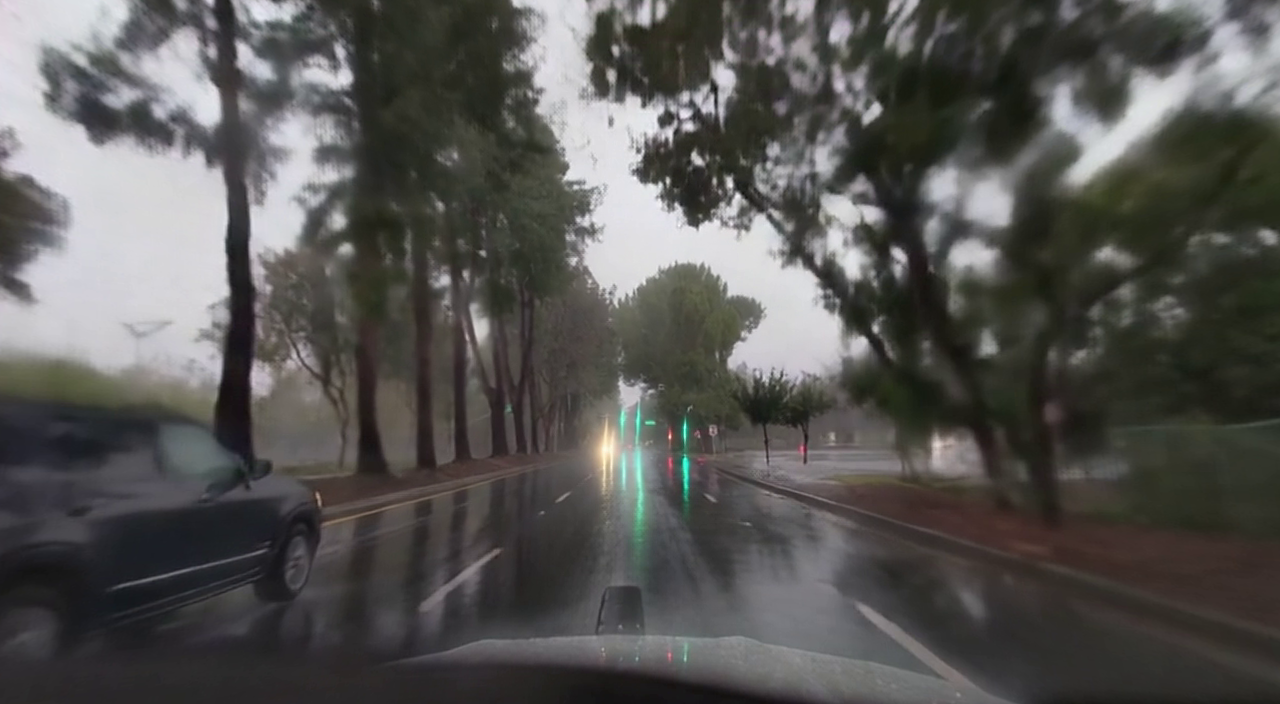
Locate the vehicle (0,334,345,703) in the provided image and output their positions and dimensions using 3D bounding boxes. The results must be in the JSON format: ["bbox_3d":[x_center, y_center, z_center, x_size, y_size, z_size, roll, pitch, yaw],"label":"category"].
[{"bbox_3d":[-3.672,0.983,3.707,2.018,1.769,3.897,0,-8,-1],"label":"vehicle"}]
